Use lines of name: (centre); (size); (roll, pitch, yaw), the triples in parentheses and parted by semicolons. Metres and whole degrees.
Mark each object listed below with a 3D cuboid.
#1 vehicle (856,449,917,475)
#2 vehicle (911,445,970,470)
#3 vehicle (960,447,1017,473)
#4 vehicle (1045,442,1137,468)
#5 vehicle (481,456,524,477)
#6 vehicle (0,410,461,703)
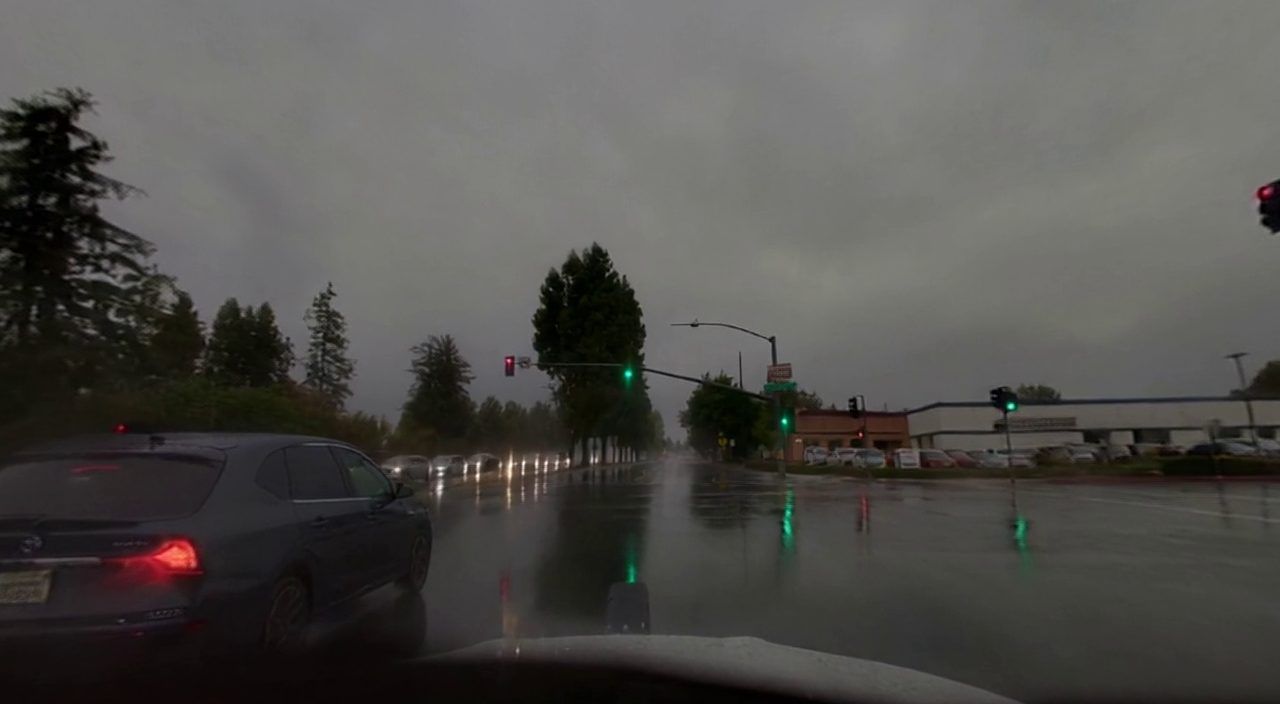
vehicle: (16.243, 7.194, 41.417); (2.060, 1.445, 4.712); (-9, -10, 42)
vehicle: (18.627, 6.482, 38.968); (1.945, 1.434, 4.293); (-8, -12, 42)
vehicle: (20.700, 6.350, 37.359); (1.930, 1.410, 4.313); (-8, -11, 41)
vehicle: (28.949, 6.598, 40.466); (4.678, 1.558, 1.883); (1, -9, -8)
vehicle: (-10.379, 8.680, 47.969); (2.001, 1.458, 4.278); (-1, -9, 5)
vehicle: (-2.931, 1.285, 4.394); (1.924, 1.482, 4.734); (0, -8, 1)
